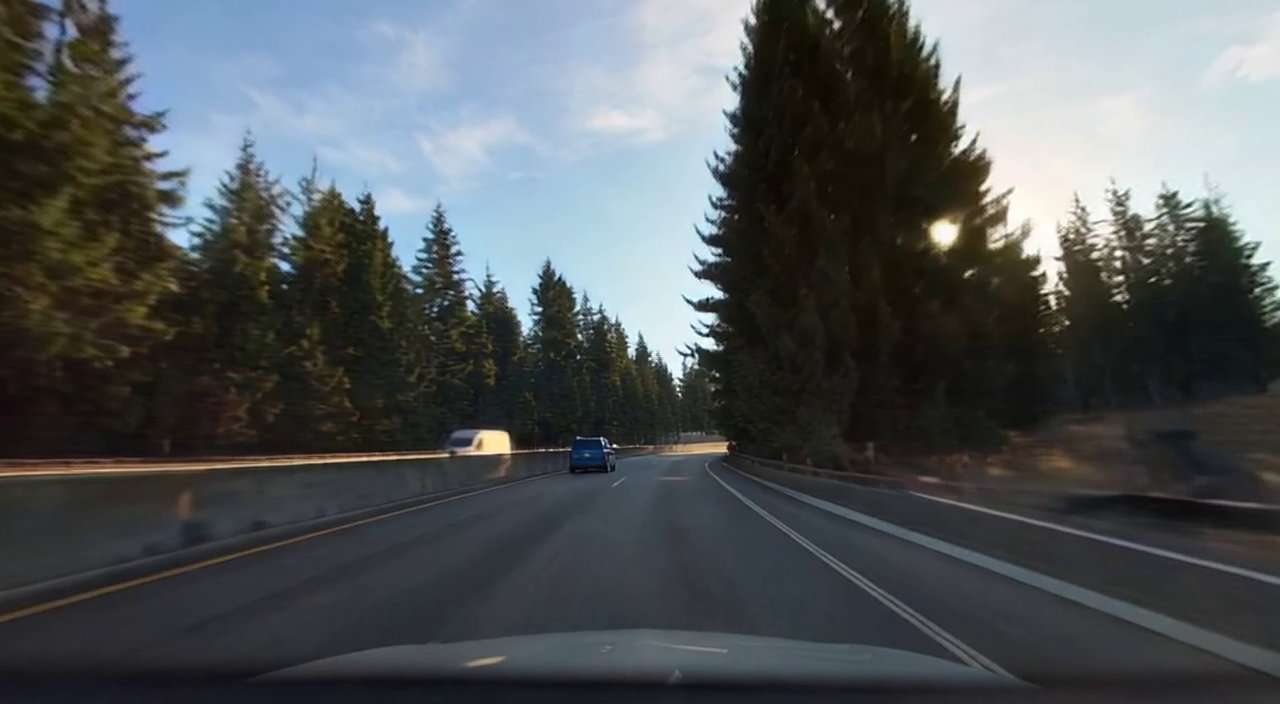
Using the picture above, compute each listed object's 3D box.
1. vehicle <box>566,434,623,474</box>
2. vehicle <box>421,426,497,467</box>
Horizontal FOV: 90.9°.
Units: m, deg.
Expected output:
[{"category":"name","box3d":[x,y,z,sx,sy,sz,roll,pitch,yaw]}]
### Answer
[{"category":"vehicle","box3d":[-2.049,4.779,29.767,2.005,1.752,4.479,-1,-8,5]},{"category":"vehicle","box3d":[-11.326,5.999,40.130,2.301,2.350,6.995,-1,-8,4]}]
